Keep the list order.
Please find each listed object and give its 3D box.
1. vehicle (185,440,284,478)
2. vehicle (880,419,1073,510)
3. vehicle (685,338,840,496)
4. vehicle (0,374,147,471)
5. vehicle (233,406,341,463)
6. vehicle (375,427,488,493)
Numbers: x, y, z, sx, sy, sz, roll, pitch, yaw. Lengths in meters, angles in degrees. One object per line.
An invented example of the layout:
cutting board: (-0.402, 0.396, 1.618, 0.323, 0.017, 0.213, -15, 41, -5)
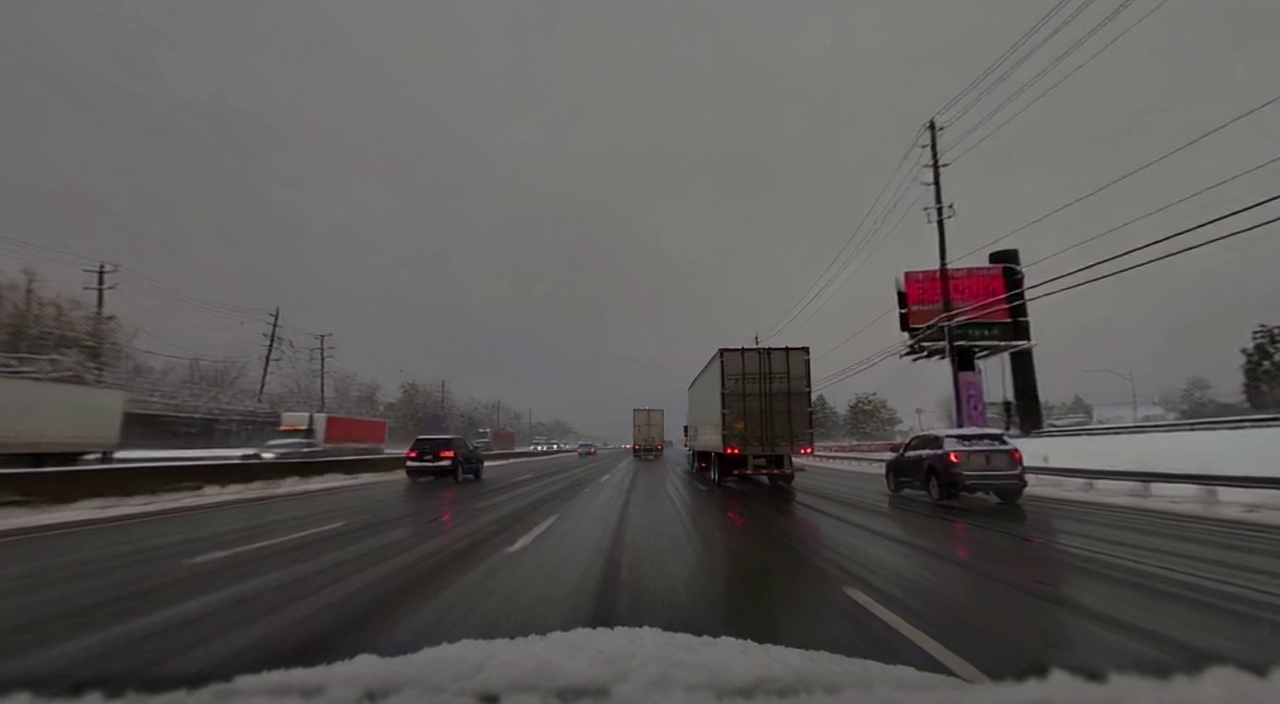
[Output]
vehicle: (-16.346, 4.315, 25.717, 1.574, 1.415, 3.508, 0, -9, 1)
vehicle: (7.829, 2.665, 15.400, 2.115, 1.844, 4.522, 0, -9, -1)
vehicle: (3.785, 2.916, 24.851, 2.892, 4.152, 16.575, 0, -9, 0)
vehicle: (-28.285, 2.857, 25.786, 2.860, 4.013, 16.437, 0, -9, 1)
vehicle: (-27.070, 6.519, 49.246, 2.998, 3.998, 8.850, 0, -9, 2)
vehicle: (-6.551, 3.457, 20.535, 2.004, 1.846, 4.739, 0, -9, 0)
